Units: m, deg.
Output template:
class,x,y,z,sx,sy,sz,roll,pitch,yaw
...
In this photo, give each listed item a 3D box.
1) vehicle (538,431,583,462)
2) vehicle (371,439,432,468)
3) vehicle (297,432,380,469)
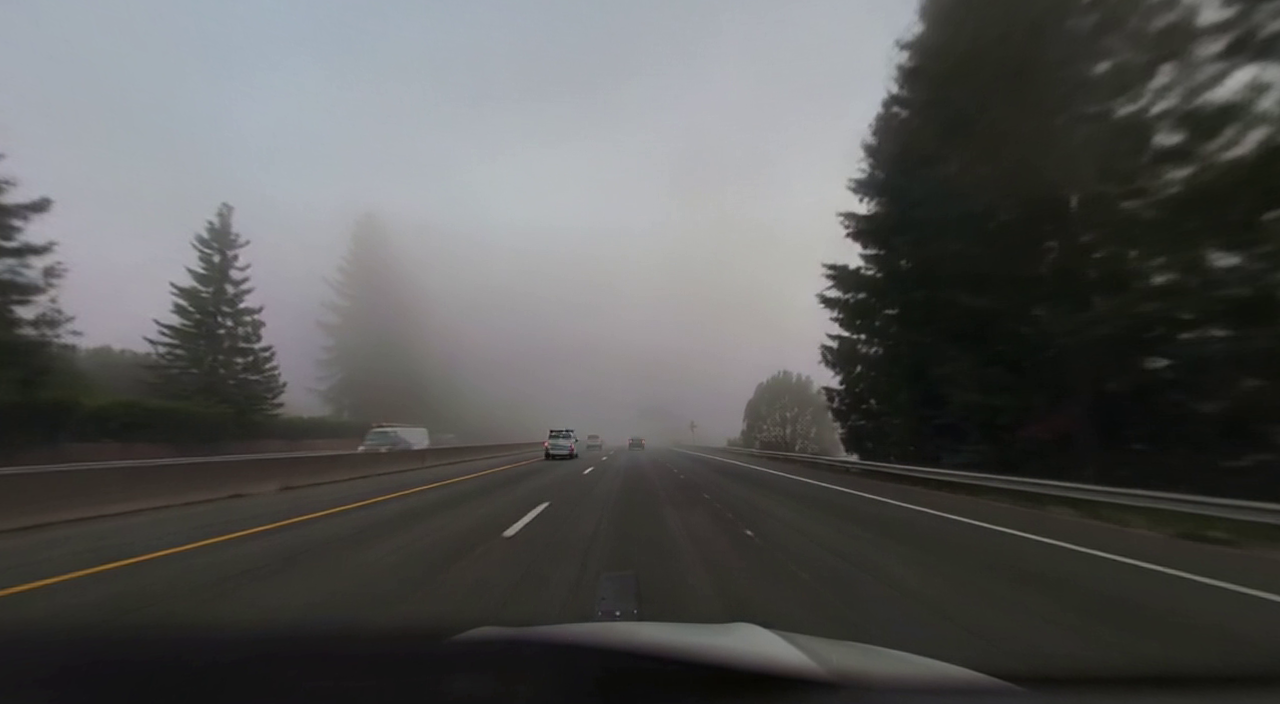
class,x,y,z,sx,sy,sz,roll,pitch,yaw
vehicle,-4.377,5.261,35.362,2.003,1.626,4.256,0,-8,-1
vehicle,-12.436,5.302,33.128,1.722,1.399,3.905,0,-8,-1
vehicle,-16.491,5.384,34.848,2.138,1.885,5.109,0,-8,-1
